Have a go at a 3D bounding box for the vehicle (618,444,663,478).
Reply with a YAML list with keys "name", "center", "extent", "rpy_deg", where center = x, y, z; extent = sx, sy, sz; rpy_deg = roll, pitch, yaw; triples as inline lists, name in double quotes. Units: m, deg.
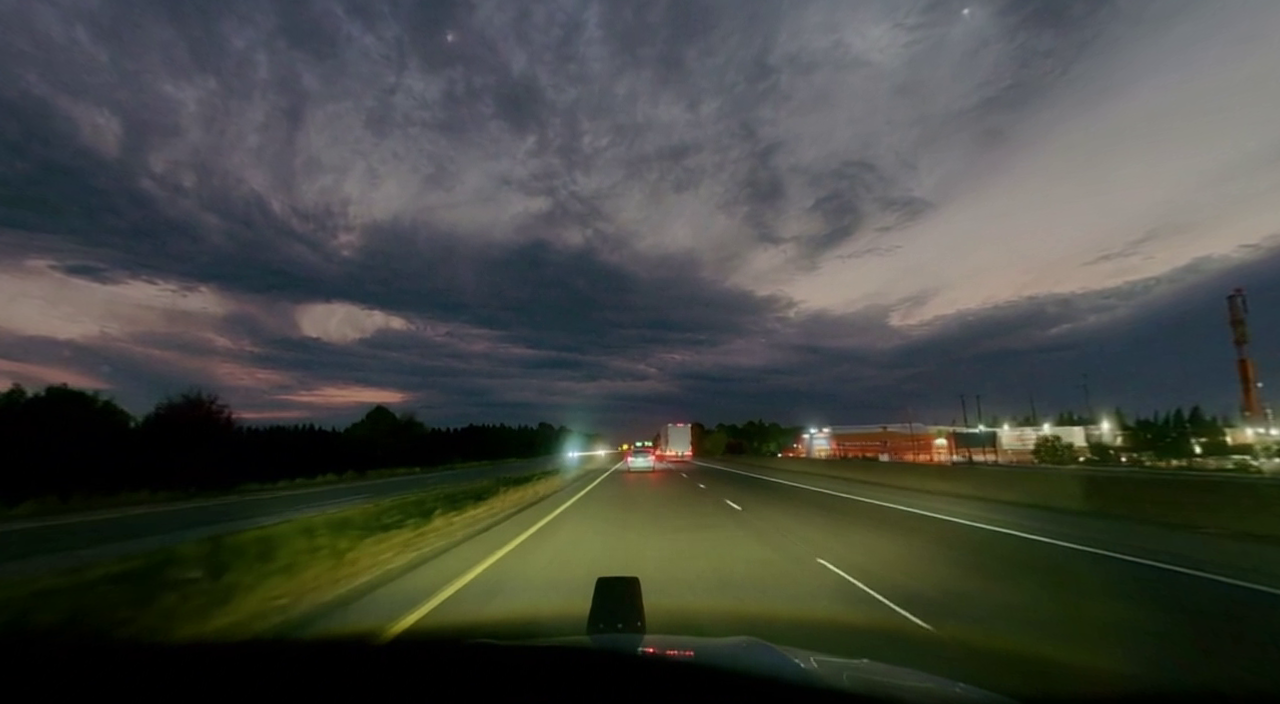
- name: "vehicle"
  center: [0.019, 5.287, 30.732]
  extent: [2.045, 1.527, 4.023]
  rpy_deg: [0, -9, 0]
